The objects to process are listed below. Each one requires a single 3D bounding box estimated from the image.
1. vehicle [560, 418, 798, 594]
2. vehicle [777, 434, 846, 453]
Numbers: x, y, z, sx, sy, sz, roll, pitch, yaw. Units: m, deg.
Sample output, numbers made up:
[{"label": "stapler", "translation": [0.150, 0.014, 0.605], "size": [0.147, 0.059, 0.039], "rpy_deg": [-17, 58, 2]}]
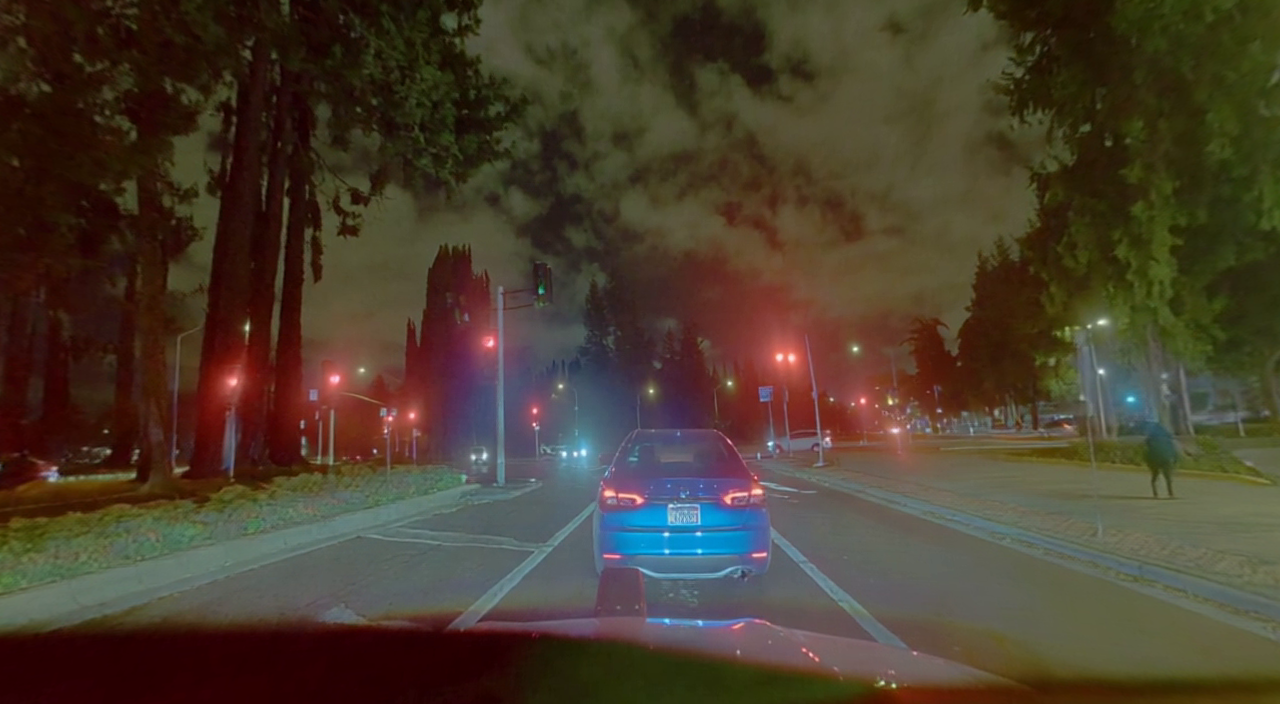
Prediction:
[{"label": "vehicle", "translation": [0.370, 1.610, 7.391], "size": [2.035, 1.499, 3.799], "rpy_deg": [0, -8, 1]}, {"label": "vehicle", "translation": [13.342, 7.138, 49.311], "size": [4.830, 1.461, 1.883], "rpy_deg": [0, -8, 2]}]
